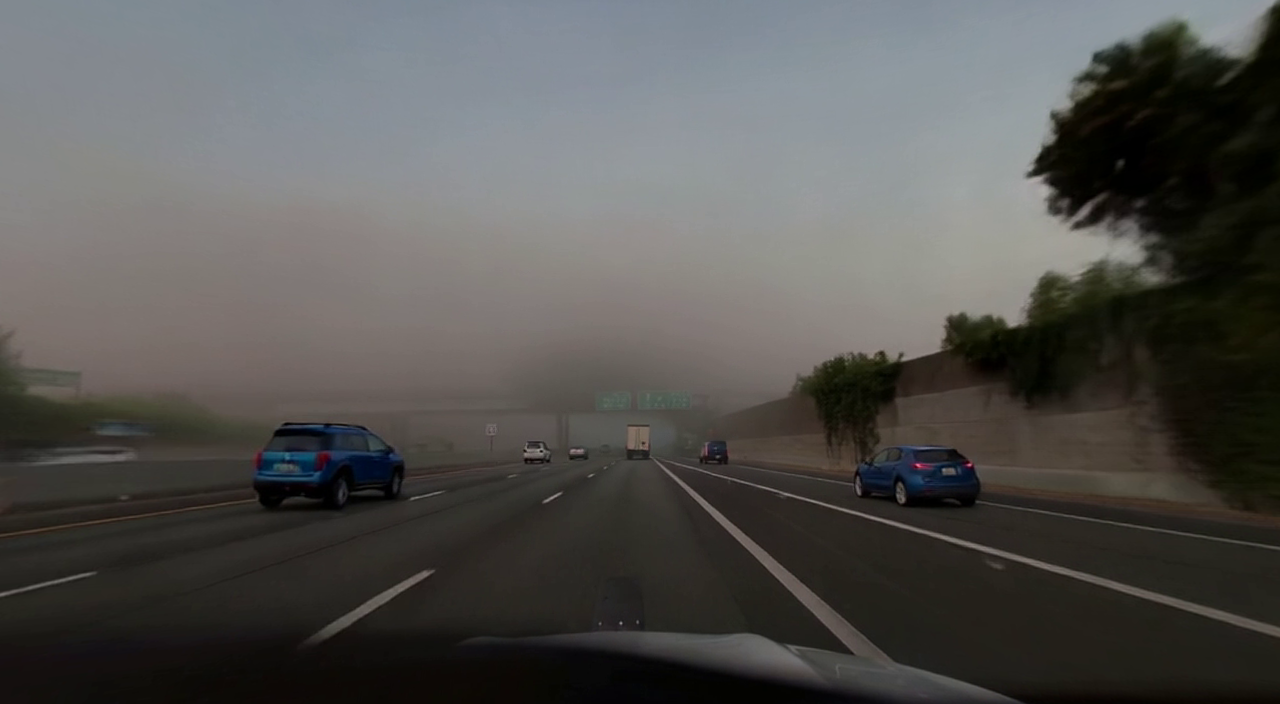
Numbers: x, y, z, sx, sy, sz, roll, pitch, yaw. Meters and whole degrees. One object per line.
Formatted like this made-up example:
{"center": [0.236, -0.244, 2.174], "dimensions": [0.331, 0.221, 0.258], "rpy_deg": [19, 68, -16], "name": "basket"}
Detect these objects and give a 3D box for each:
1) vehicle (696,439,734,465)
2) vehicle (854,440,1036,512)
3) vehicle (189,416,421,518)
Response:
{"center": [5.858, 7.903, 49.910], "dimensions": [2.220, 1.898, 4.752], "rpy_deg": [1, -9, -3], "name": "vehicle"}
{"center": [7.300, 2.992, 15.763], "dimensions": [2.075, 1.510, 4.569], "rpy_deg": [1, -9, -3], "name": "vehicle"}
{"center": [-6.673, 2.365, 13.422], "dimensions": [2.179, 1.753, 4.999], "rpy_deg": [0, -9, 0], "name": "vehicle"}
